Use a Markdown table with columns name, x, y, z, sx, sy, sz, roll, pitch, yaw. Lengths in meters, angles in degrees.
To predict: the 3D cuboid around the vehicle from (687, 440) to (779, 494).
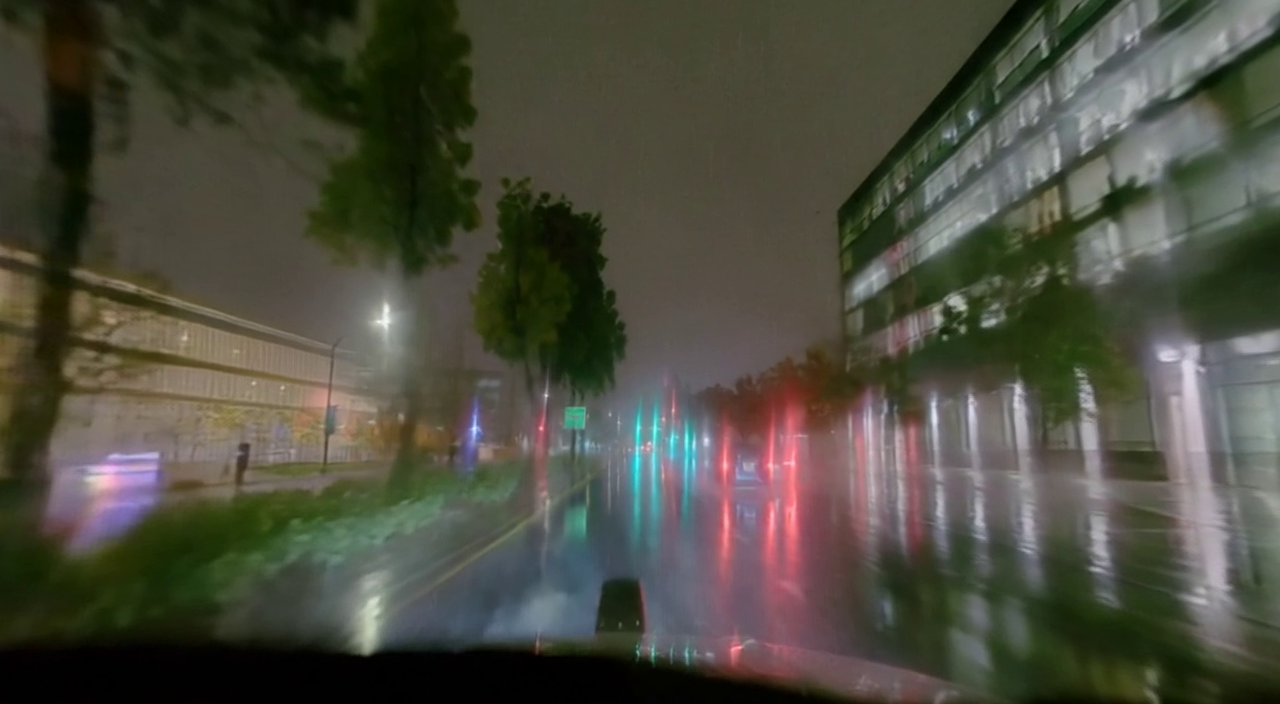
| name | x | y | z | sx | sy | sz | roll | pitch | yaw |
| --- | --- | --- | --- | --- | --- | --- | --- | --- | --- |
| vehicle | 2.788 | 3.580 | 19.997 | 2.131 | 1.491 | 4.496 | 0 | -9 | -1 |
